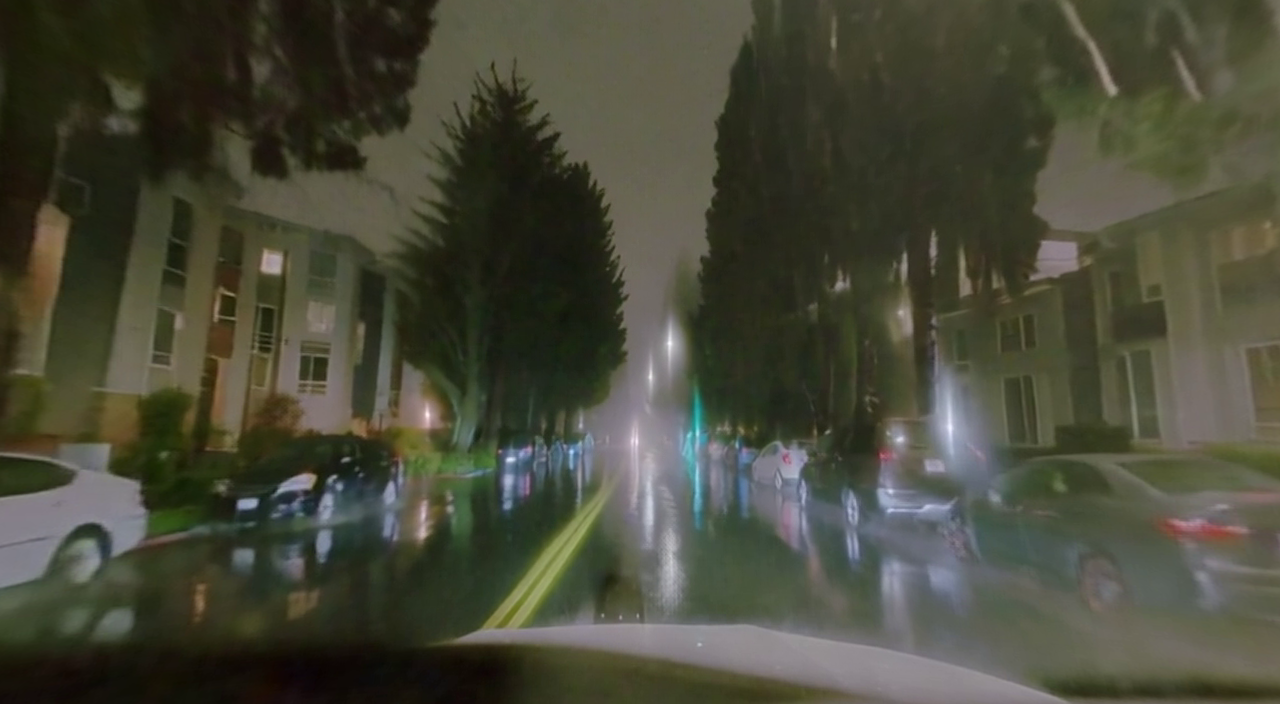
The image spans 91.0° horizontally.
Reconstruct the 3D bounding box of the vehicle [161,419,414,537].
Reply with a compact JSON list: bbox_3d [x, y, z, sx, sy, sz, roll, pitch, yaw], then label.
[{"bbox_3d":[-6.700,2.508,12.916,2.235,1.802,5.138,-3,-10,0],"label":"vehicle"}]

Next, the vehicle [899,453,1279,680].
[{"bbox_3d":[4.562,1.752,6.389,1.823,1.393,4.584,0,-9,-1],"label":"vehicle"}]

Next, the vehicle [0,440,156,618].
[{"bbox_3d":[-6.579,1.473,4.862,2.067,1.510,4.501,-2,-9,0],"label":"vehicle"}]

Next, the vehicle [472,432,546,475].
[{"bbox_3d":[-6.333,5.060,31.144,2.384,1.781,5.492,-3,-10,1],"label":"vehicle"}]

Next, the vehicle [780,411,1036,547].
[{"bbox_3d":[4.592,2.326,12.290,2.365,1.970,6.011,0,-9,0],"label":"vehicle"}]
